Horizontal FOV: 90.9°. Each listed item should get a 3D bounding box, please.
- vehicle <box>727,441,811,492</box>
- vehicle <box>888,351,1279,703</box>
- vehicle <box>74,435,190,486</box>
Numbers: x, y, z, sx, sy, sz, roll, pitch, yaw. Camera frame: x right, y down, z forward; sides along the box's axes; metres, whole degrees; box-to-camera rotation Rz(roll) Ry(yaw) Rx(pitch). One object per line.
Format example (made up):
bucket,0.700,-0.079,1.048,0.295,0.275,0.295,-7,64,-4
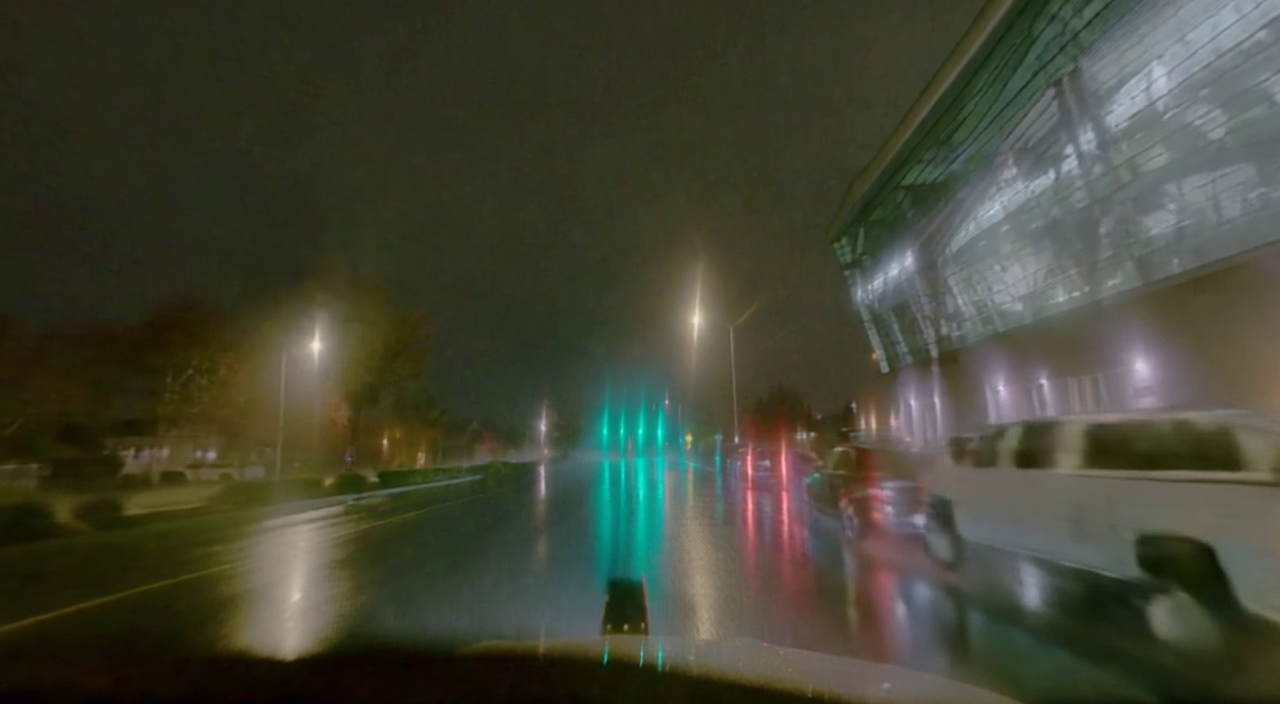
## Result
vehicle,4.451,4.004,22.583,1.962,1.590,5.179,0,-8,1
vehicle,3.965,1.173,4.775,2.078,1.771,5.174,0,-8,0
vehicle,-36.069,7.673,45.118,2.736,3.317,6.453,0,-8,0
